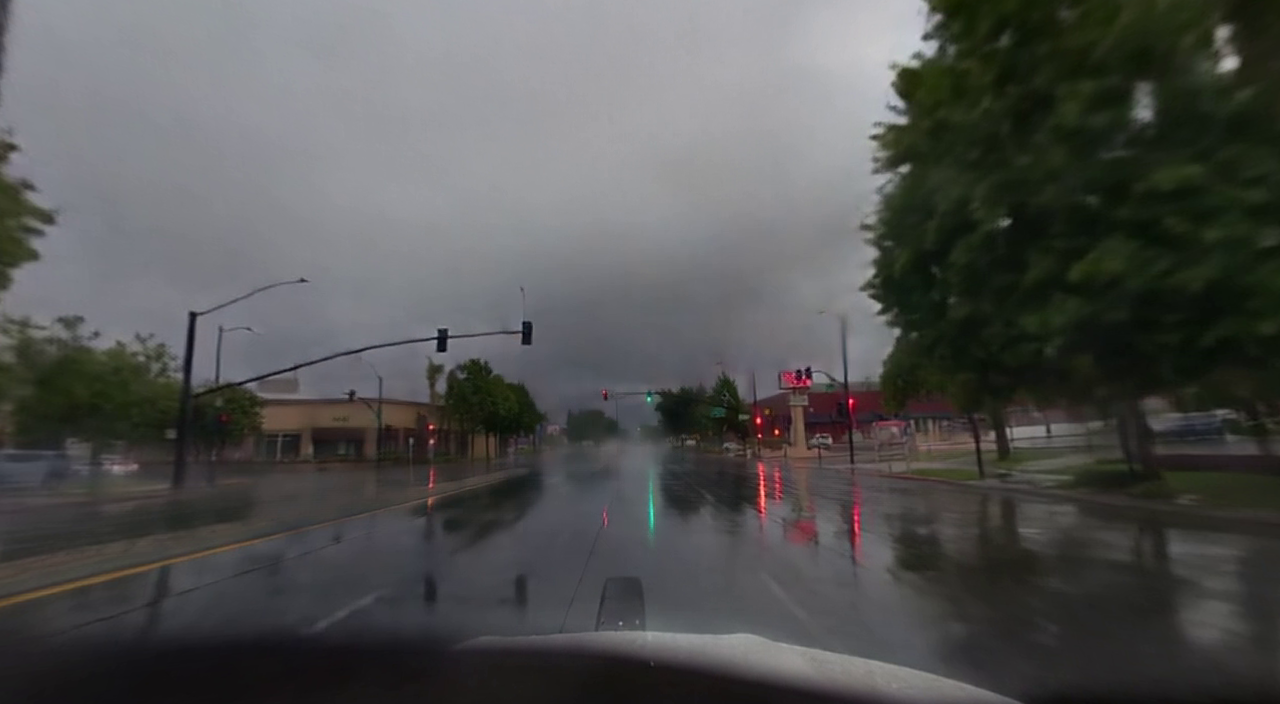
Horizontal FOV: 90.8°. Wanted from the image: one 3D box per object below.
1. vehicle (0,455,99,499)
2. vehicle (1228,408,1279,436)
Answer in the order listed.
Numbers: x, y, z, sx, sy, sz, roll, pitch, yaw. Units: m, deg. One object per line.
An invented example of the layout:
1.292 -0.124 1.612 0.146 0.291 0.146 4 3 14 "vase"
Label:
-29.608 5.767 29.334 6.525 1.890 2.481 0 -9 -1 "vehicle"
40.052 4.418 39.596 4.388 1.651 1.918 0 -9 -1 "vehicle"
